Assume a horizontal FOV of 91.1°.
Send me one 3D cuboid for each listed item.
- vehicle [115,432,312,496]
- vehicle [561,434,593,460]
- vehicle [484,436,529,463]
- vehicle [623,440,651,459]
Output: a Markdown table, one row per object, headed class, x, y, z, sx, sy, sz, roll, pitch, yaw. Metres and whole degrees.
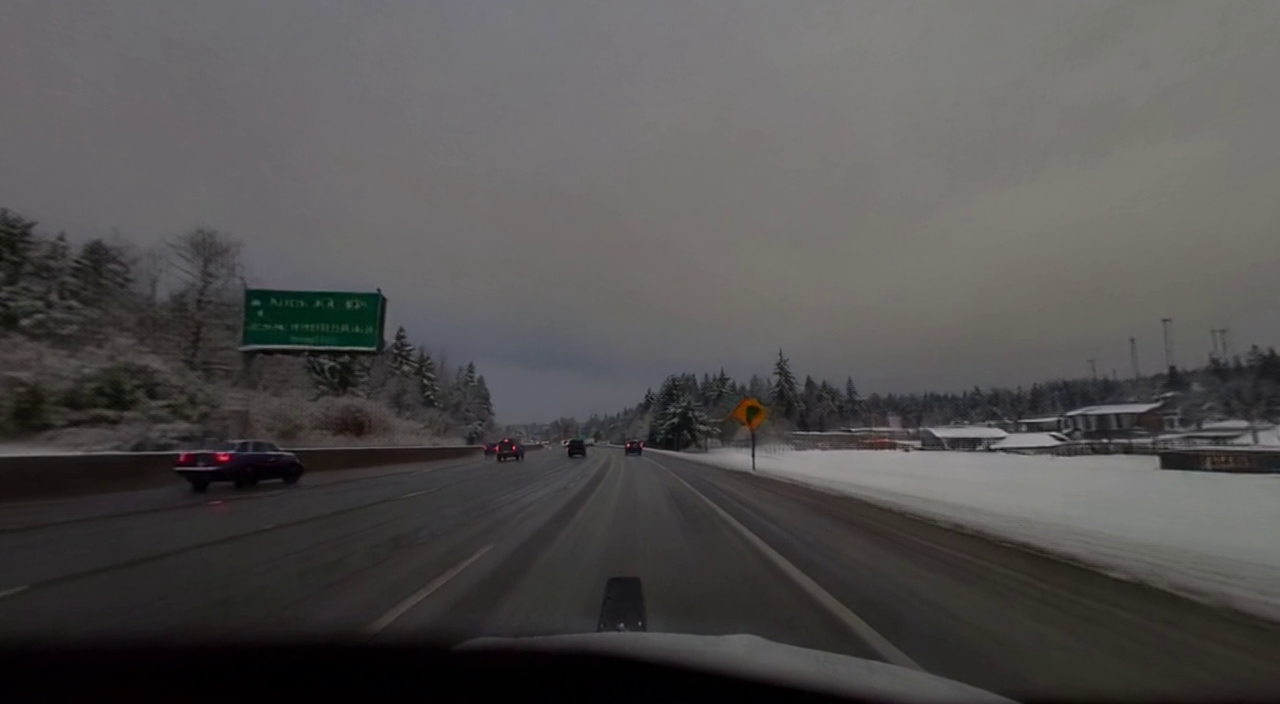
| class | x | y | z | sx | sy | sz | roll | pitch | yaw |
| --- | --- | --- | --- | --- | --- | --- | --- | --- | --- |
| vehicle | -11.455 | 3.028 | 17.431 | 2.056 | 1.489 | 4.852 | 0 | -8 | 0 |
| vehicle | -4.753 | 7.223 | 47.899 | 2.138 | 1.833 | 4.622 | 0 | -8 | -2 |
| vehicle | -8.477 | 6.245 | 40.293 | 2.015 | 1.651 | 4.432 | 0 | -8 | -2 |
| vehicle | -0.281 | 7.712 | 49.855 | 2.060 | 1.465 | 3.974 | 0 | -8 | -3 |
